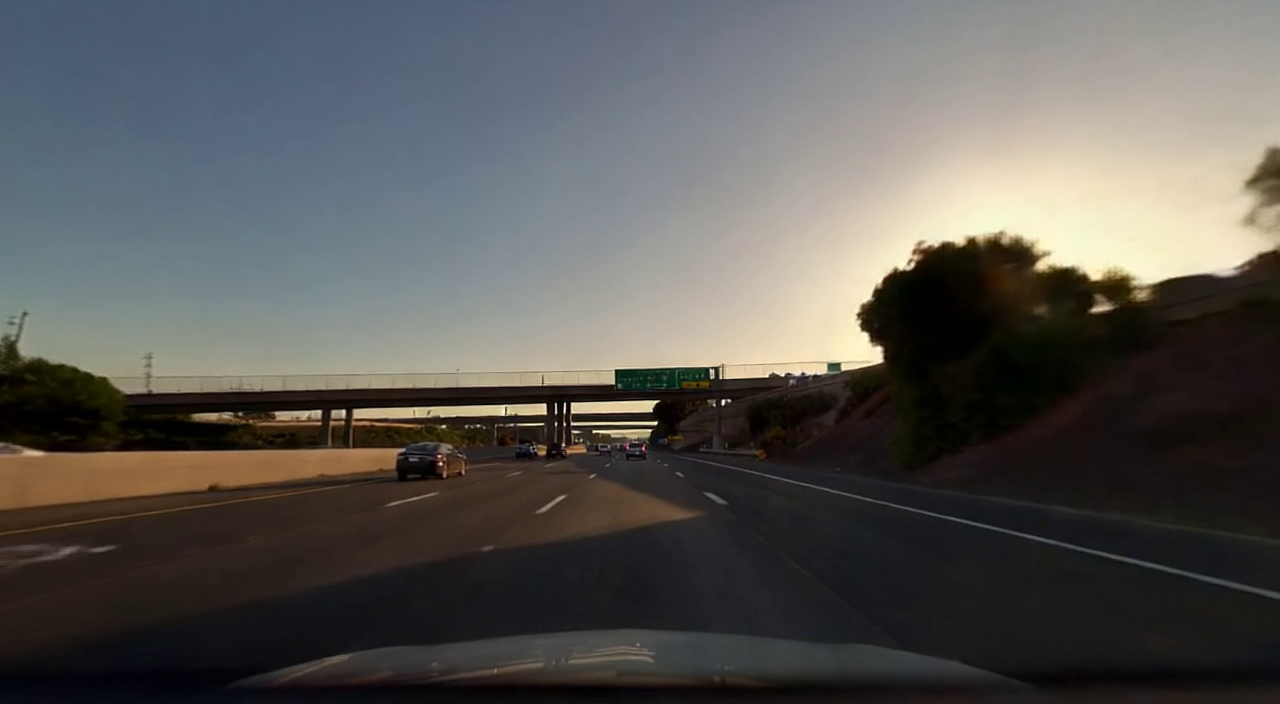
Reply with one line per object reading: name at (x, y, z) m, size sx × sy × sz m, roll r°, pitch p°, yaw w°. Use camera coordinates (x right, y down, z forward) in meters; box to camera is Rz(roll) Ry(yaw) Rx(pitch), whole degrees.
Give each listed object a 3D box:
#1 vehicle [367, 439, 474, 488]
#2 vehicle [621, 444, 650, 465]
vehicle at (-7.364, 3.786, 21.801) m, size 1.994 × 1.487 × 4.605 m, roll 0°, pitch -8°, yaw 0°
vehicle at (-0.351, 7.524, 46.755) m, size 2.086 × 1.472 × 4.168 m, roll 0°, pitch -8°, yaw -1°
